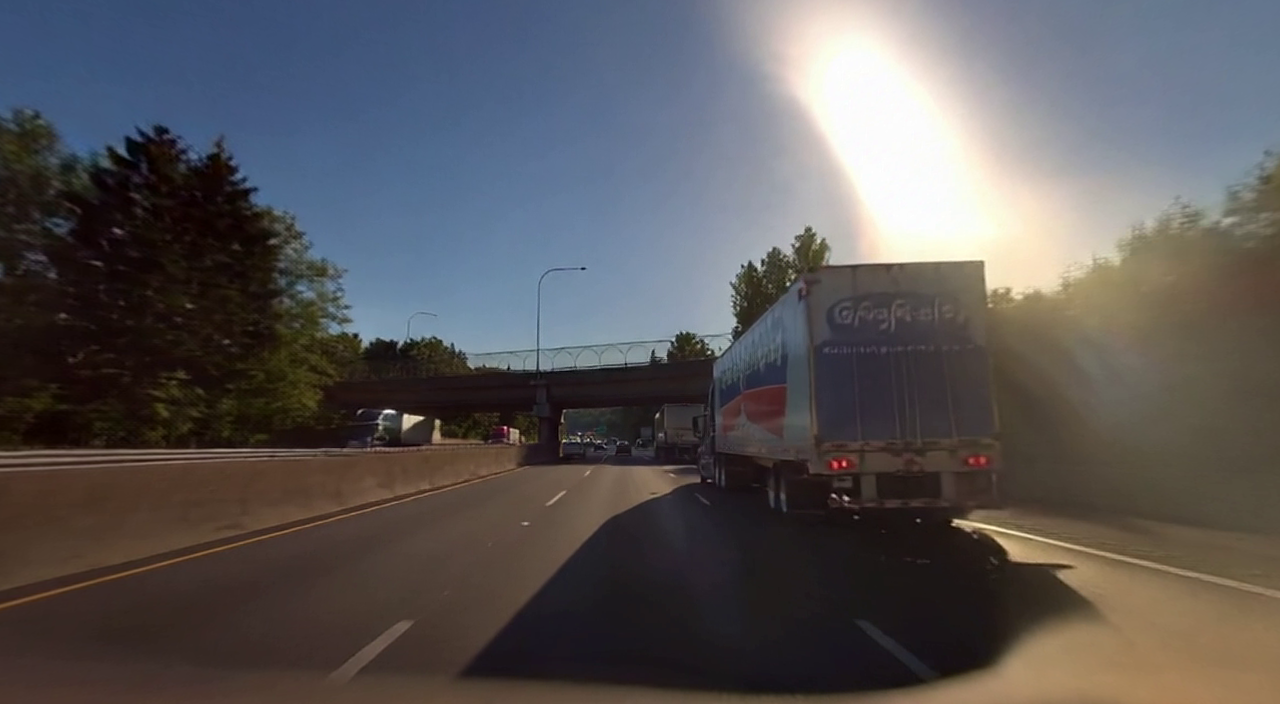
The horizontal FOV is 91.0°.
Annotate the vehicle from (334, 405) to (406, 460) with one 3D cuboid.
[{"bbox_3d":[-21.172,6.394,49.736,3.025,4.066,6.003,0,-8,-1],"label":"vehicle"}]

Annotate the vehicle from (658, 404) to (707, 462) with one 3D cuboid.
[{"bbox_3d":[3.064,6.401,48.596,3.085,4.062,8.965,0,-9,0],"label":"vehicle"}]

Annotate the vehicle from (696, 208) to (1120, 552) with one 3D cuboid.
[{"bbox_3d":[3.630,1.216,14.096,3.116,3.992,13.748,0,-8,-2],"label":"vehicle"}]

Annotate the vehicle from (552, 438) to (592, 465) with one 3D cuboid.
[{"bbox_3d":[-4.330,6.414,40.900,2.206,1.644,4.027,0,-8,-1],"label":"vehicle"}]
